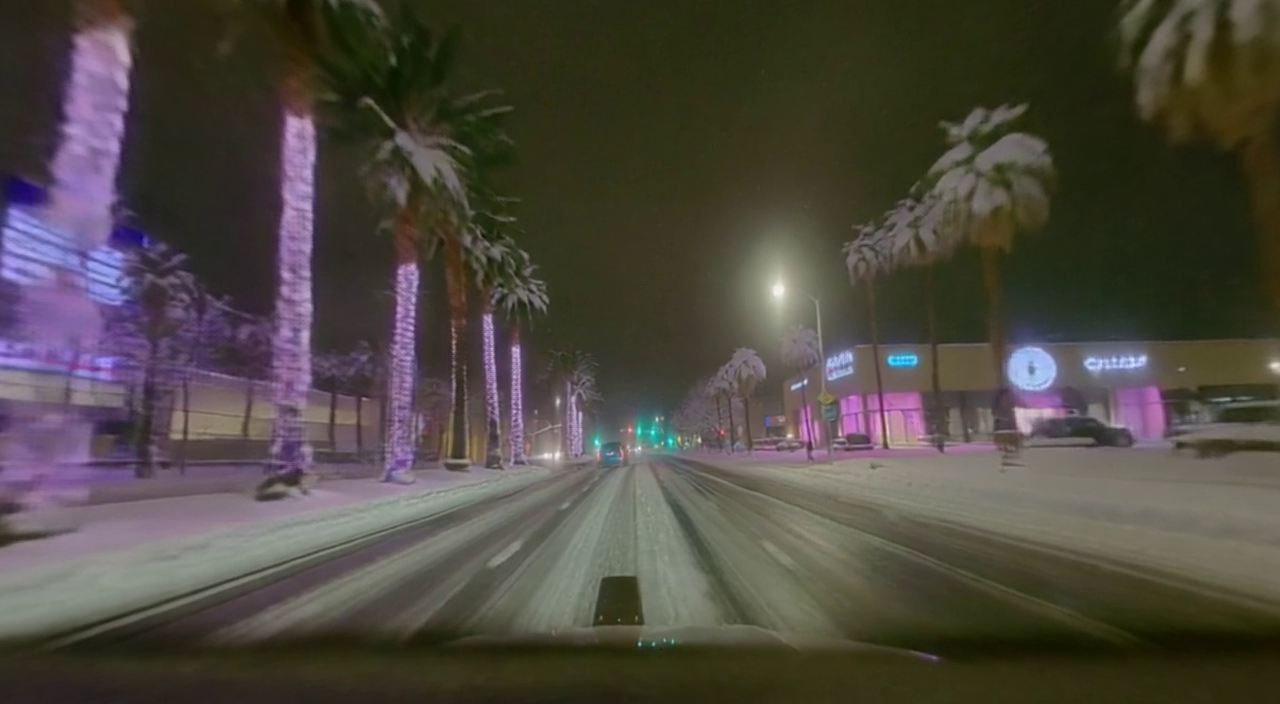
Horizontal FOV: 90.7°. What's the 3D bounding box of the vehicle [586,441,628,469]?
[{"bbox_3d":[-1.984,6.440,39.560,2.160,1.615,4.117,-1,-9,4],"label":"vehicle"}]
